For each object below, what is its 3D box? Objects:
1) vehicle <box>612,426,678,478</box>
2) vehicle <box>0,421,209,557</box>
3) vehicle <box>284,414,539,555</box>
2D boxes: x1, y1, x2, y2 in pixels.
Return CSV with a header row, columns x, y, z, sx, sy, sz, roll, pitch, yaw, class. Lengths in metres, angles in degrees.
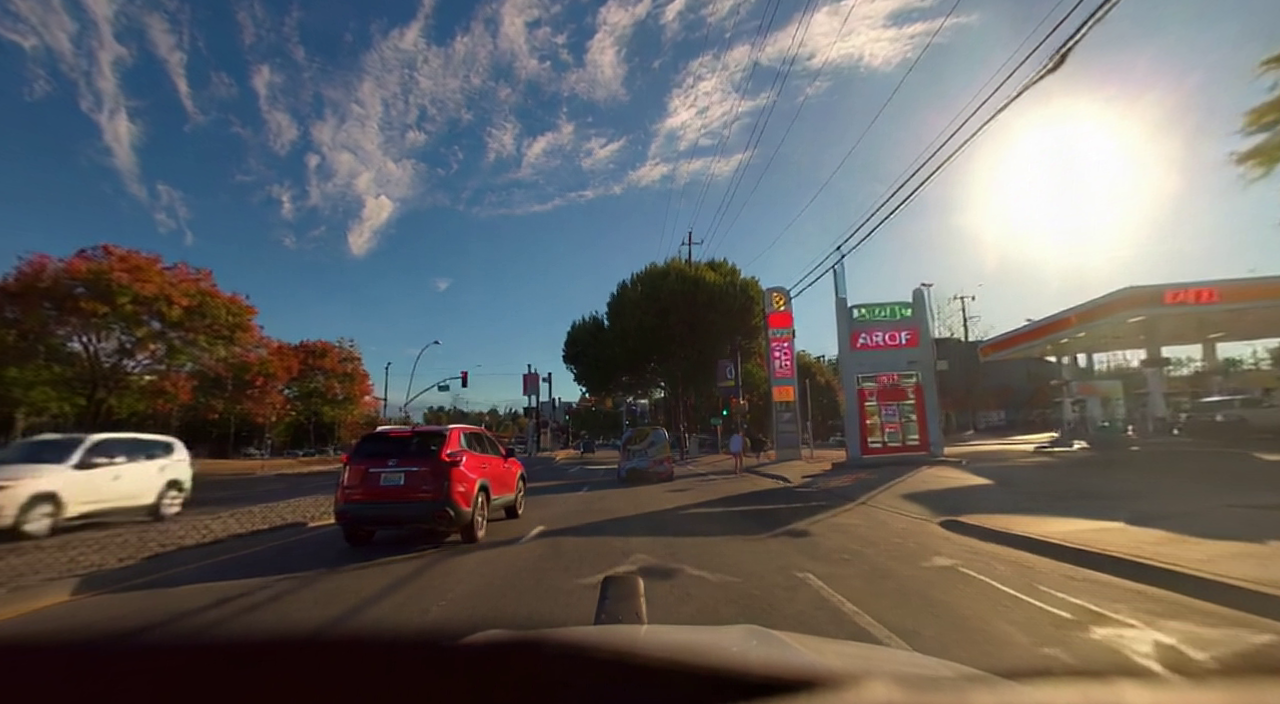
x,y,z,sx,sy,sz,roll,pitch,yaw,class
0.115,4.295,27.312,2.552,1.999,5.498,0,-8,-1,vehicle
-11.154,2.524,12.155,2.172,2.109,5.009,-2,-8,-1,vehicle
-3.253,2.020,10.358,2.247,1.734,4.919,0,-8,1,vehicle
